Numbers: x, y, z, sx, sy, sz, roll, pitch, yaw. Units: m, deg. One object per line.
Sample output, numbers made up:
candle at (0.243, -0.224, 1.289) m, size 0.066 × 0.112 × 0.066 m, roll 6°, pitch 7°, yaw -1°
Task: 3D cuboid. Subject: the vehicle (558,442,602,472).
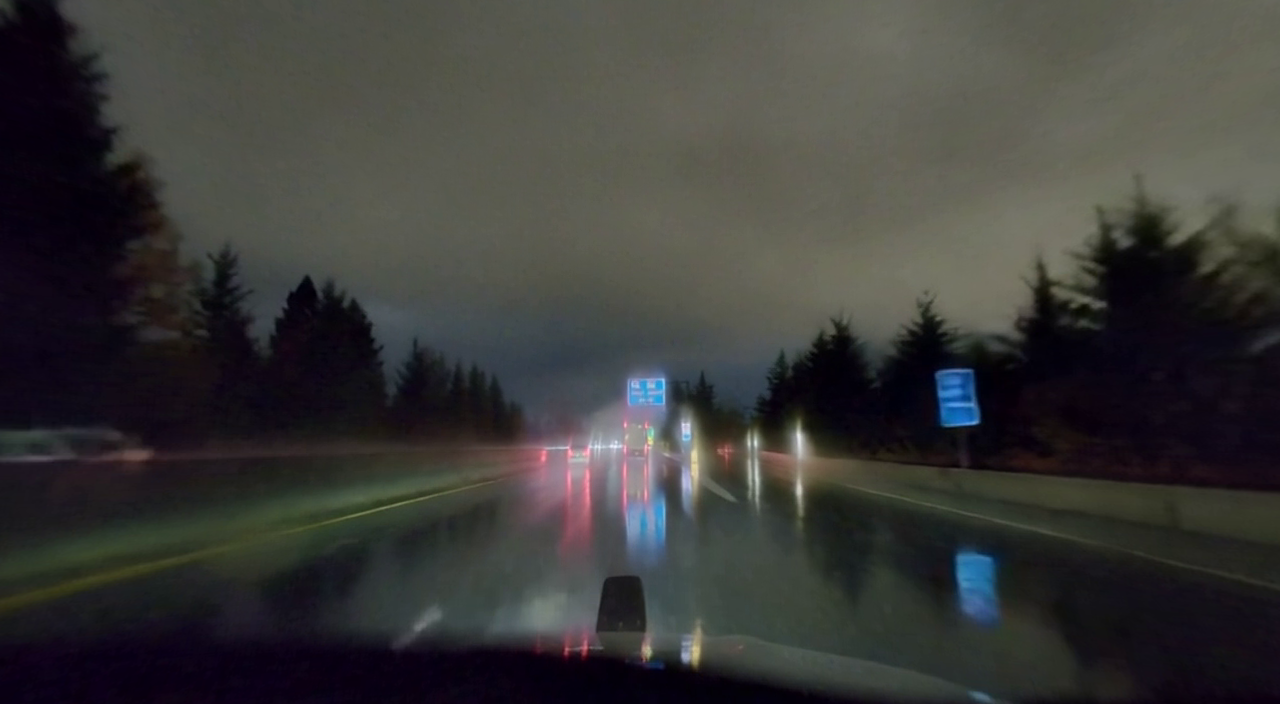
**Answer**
vehicle at (-3.389, 6.071, 36.623) m, size 2.184 × 1.574 × 5.004 m, roll 0°, pitch -9°, yaw -1°
